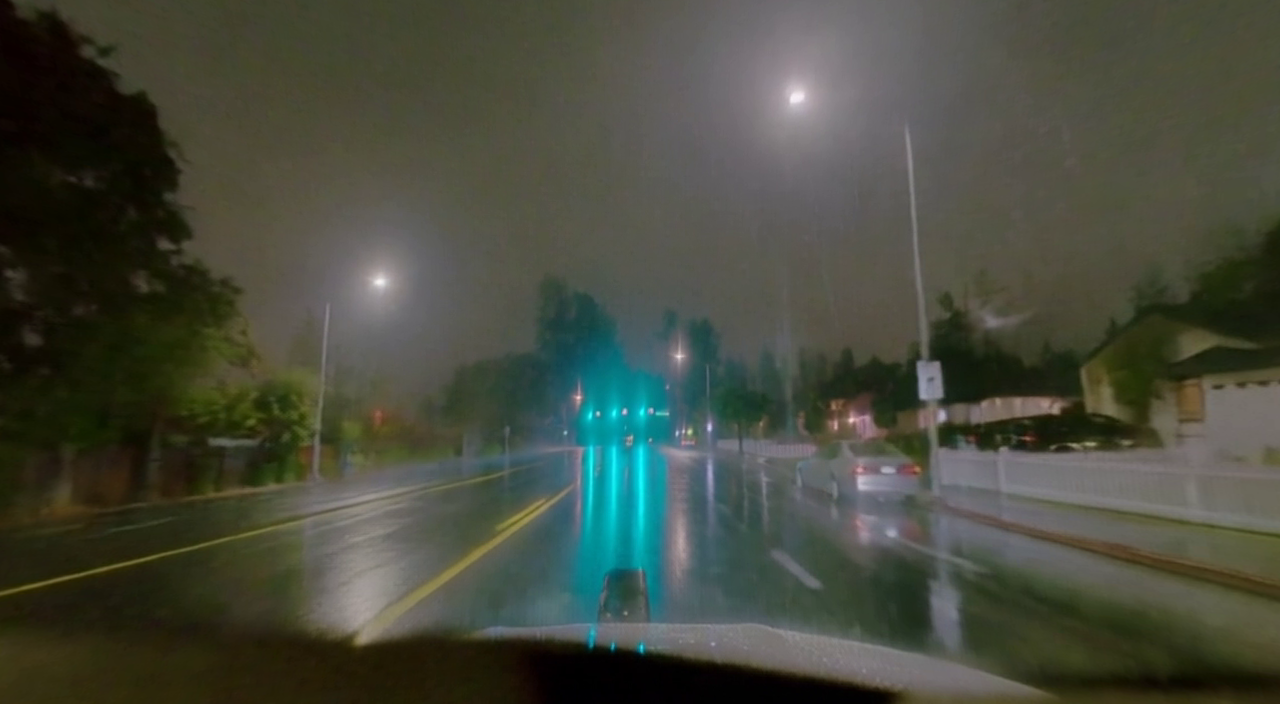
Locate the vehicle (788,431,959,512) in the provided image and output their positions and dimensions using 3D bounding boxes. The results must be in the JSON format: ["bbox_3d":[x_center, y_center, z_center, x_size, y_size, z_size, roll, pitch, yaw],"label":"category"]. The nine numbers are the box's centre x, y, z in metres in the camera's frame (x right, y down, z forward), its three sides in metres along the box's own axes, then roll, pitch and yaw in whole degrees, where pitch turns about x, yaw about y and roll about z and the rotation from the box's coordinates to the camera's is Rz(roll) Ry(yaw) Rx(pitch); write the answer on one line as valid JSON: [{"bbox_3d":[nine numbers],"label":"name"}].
[{"bbox_3d":[4.895,2.554,14.142,1.995,1.472,4.884,0,-8,0],"label":"vehicle"}]

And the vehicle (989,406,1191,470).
[{"bbox_3d":[13.257,2.569,18.883,4.283,1.750,2.227,0,-8,5],"label":"vehicle"}]
